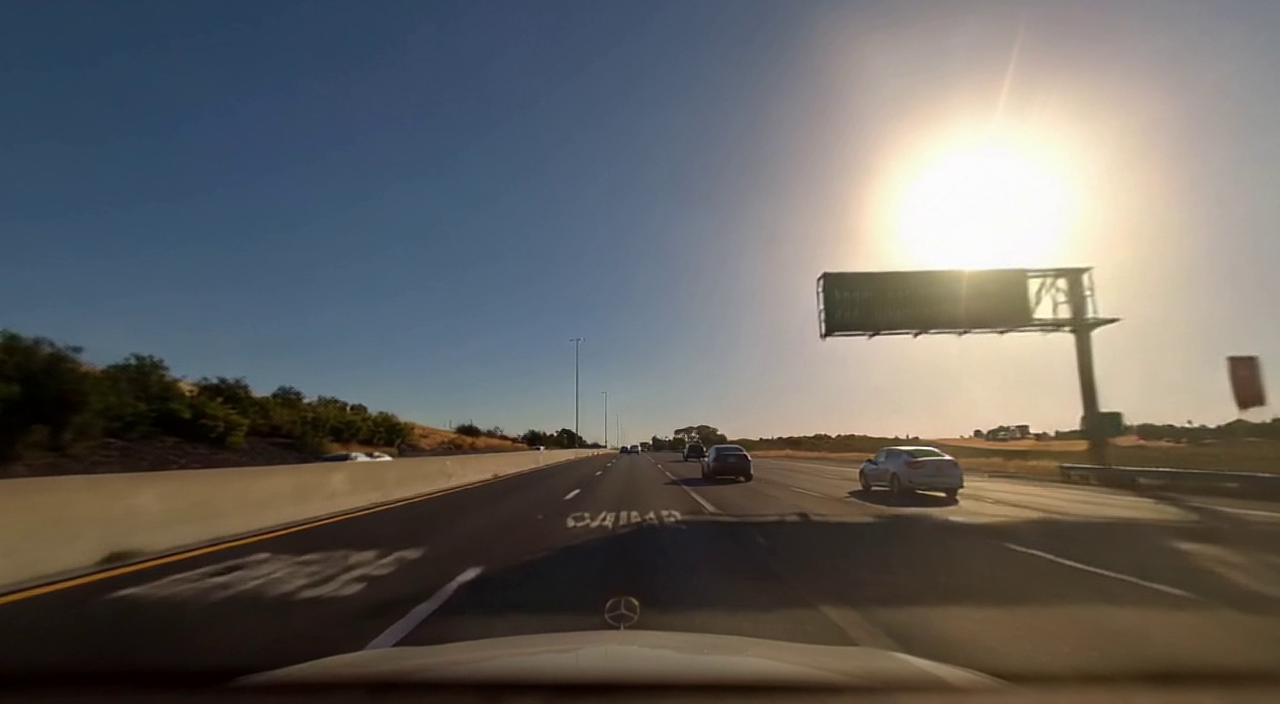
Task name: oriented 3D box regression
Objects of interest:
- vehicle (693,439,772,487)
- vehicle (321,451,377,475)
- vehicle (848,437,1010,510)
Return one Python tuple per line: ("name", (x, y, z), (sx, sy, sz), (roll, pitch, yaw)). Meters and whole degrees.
("vehicle", (3.196, 3.944, 22.740), (2.056, 1.553, 4.320), (0, -9, -1))
("vehicle", (-18.101, 6.904, 39.451), (1.786, 1.293, 3.624), (1, -8, -1))
("vehicle", (6.814, 2.894, 15.467), (2.038, 1.528, 3.910), (0, -9, -1))
